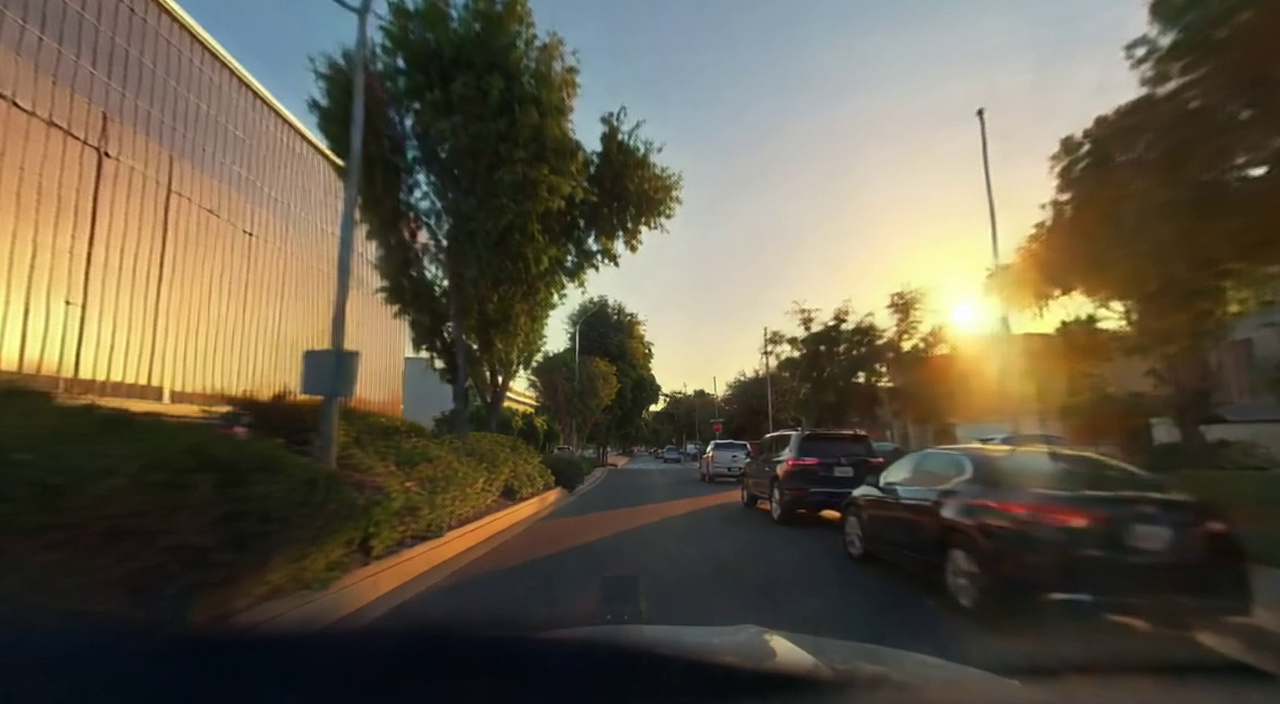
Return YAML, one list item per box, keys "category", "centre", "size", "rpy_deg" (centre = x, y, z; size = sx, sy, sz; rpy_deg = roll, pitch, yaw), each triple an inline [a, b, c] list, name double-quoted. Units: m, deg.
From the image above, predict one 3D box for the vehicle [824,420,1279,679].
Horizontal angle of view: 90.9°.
- category: "vehicle"
  centre: [3.246, 1.453, 5.832]
  size: [1.848, 1.442, 4.425]
  rpy_deg: [0, -9, 2]

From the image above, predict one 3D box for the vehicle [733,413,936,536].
- category: "vehicle"
  centre: [3.200, 2.160, 11.660]
  size: [2.150, 1.770, 4.801]
  rpy_deg: [0, -9, -1]
